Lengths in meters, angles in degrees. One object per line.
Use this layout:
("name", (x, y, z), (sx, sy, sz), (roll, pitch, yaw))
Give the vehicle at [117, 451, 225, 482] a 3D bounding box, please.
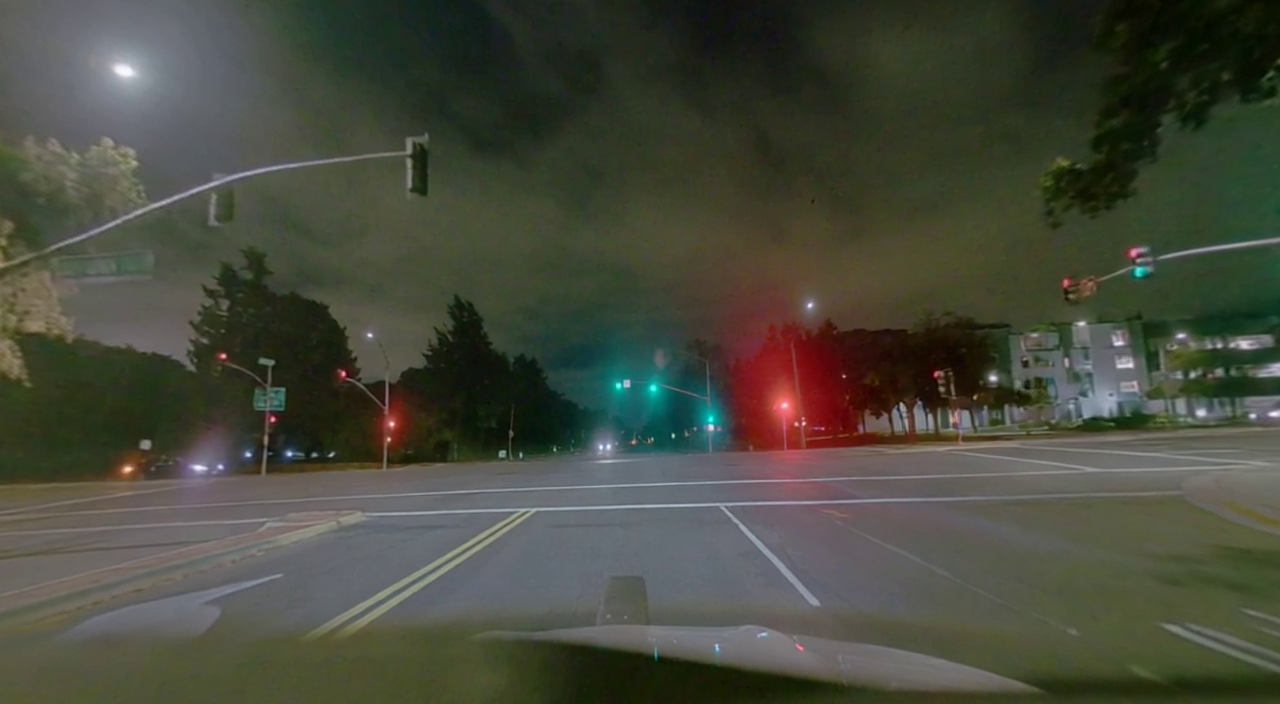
("vehicle", (-25.141, 6.110, 33.867), (4.332, 1.573, 1.900), (-1, -8, 3))
